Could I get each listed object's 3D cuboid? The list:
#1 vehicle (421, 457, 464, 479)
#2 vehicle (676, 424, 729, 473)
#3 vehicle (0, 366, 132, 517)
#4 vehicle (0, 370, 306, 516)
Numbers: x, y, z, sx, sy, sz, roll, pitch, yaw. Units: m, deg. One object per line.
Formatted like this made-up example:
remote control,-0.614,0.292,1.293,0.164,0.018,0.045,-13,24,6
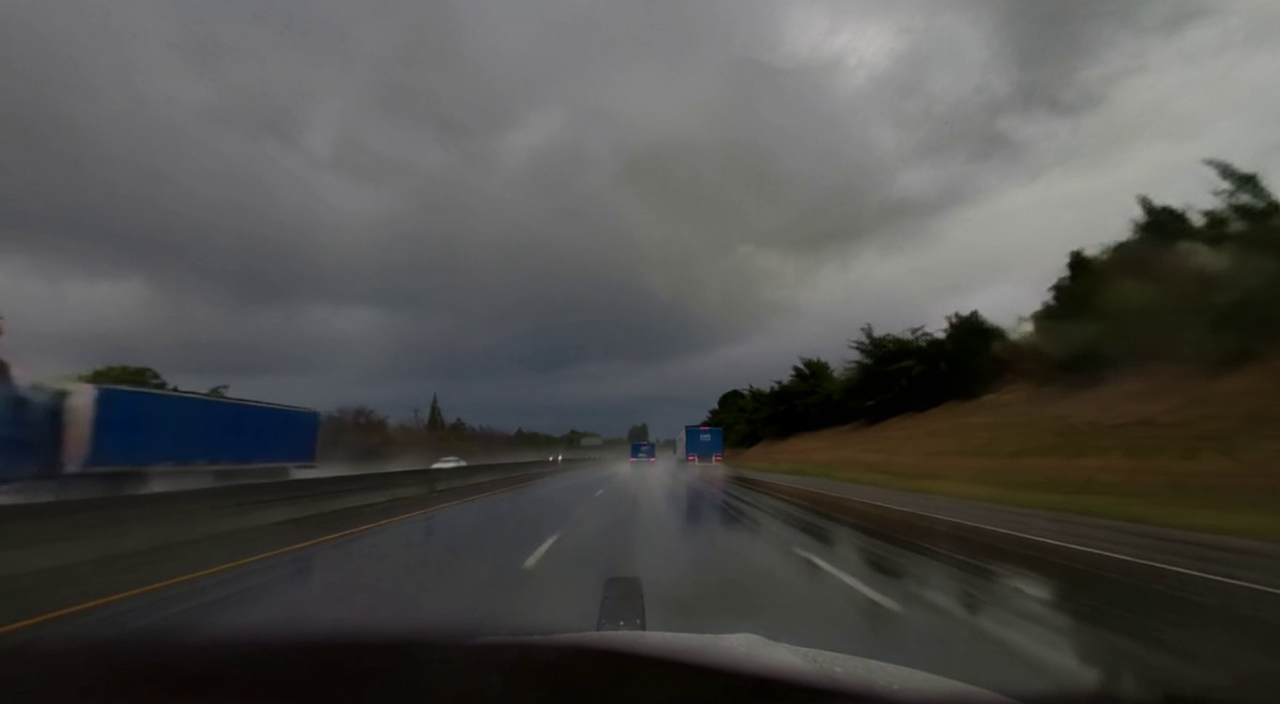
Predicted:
vehicle,-14.021,8.215,44.916,1.741,1.435,3.864,0,-9,1
vehicle,4.621,7.455,48.667,2.960,3.381,8.914,0,-9,-1
vehicle,-18.739,2.603,18.186,3.003,4.022,5.860,0,-9,1
vehicle,-18.684,3.638,24.942,3.069,4.094,14.152,0,-9,1
